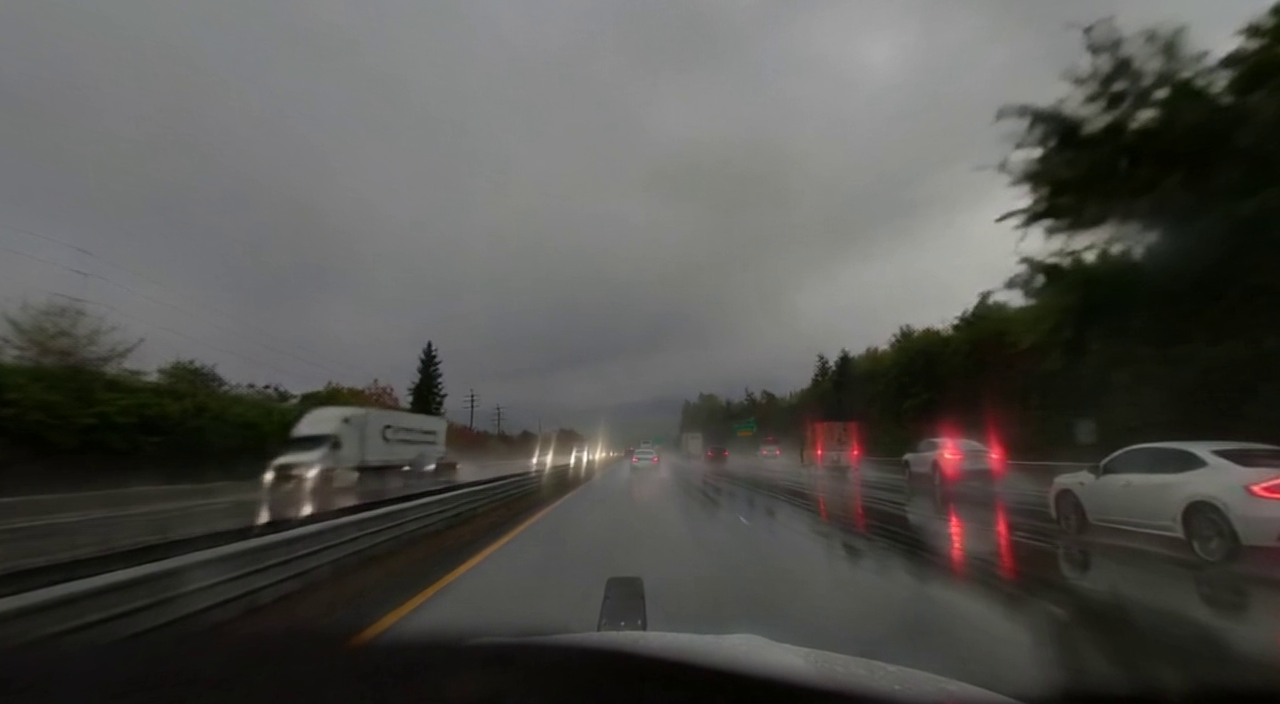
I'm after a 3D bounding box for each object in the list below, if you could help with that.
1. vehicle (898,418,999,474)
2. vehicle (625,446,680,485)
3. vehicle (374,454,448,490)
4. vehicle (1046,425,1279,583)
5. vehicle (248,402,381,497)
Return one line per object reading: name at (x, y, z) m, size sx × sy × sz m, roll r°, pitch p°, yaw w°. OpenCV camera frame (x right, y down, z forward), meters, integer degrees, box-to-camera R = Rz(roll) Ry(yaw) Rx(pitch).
vehicle at (14.674, 4.555, 30.399) m, size 2.115 × 2.446 × 5.323 m, roll 0°, pitch -9°, yaw 0°
vehicle at (0.518, 4.826, 27.102) m, size 2.177 × 1.520 × 4.278 m, roll 0°, pitch -9°, yaw 0°
vehicle at (-11.255, 5.915, 31.295) m, size 2.090 × 1.604 × 4.087 m, roll 0°, pitch -9°, yaw 1°
vehicle at (7.152, 1.625, 7.110) m, size 1.977 × 1.502 × 4.670 m, roll 0°, pitch -9°, yaw -1°
vehicle at (-15.096, 4.598, 29.870) m, size 2.978 × 4.012 × 5.911 m, roll 0°, pitch -9°, yaw 0°
